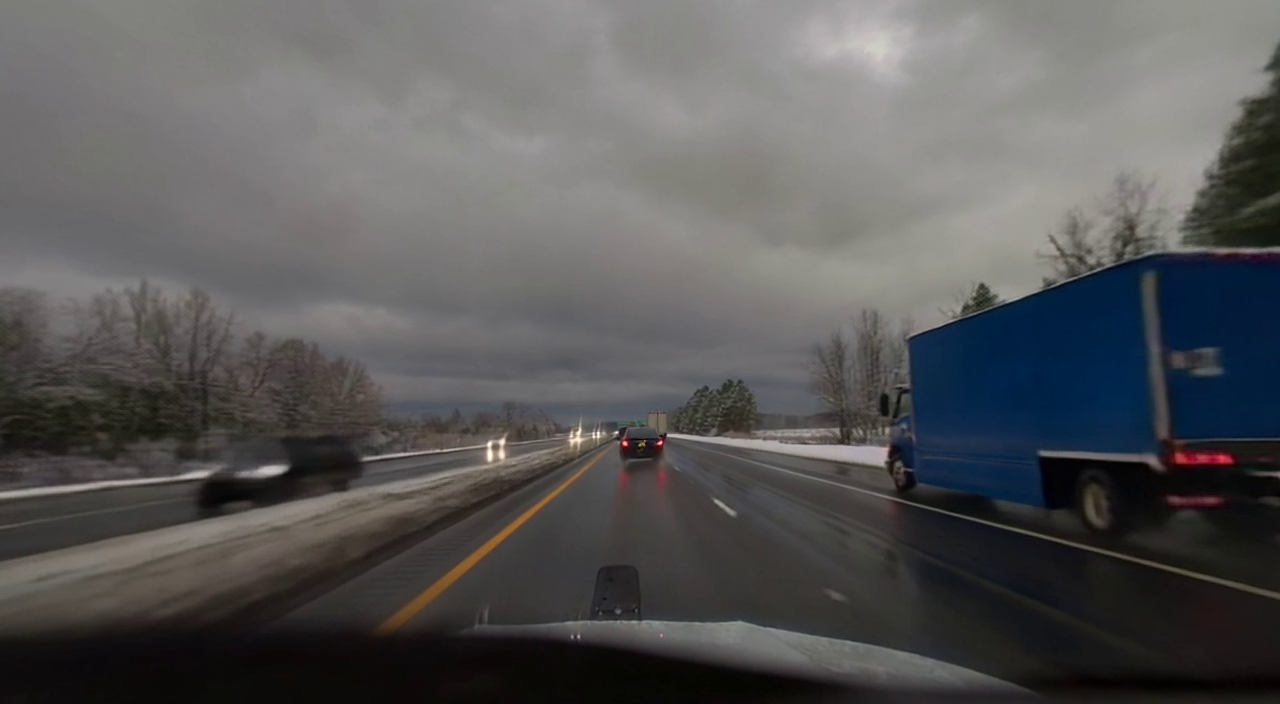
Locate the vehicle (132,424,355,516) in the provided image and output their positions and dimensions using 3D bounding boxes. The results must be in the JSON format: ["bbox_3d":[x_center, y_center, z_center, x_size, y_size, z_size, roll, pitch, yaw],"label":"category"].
[{"bbox_3d":[-7.607,2.261,12.641,1.869,1.521,4.034,0,-8,-1],"label":"vehicle"}]

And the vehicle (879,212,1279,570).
[{"bbox_3d":[7.464,0.922,10.847,3.010,3.638,8.978,0,-8,-1],"label":"vehicle"}]

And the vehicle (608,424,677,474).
[{"bbox_3d":[0.053,3.425,22.503,2.216,1.623,4.220,0,-8,-1],"label":"vehicle"}]
